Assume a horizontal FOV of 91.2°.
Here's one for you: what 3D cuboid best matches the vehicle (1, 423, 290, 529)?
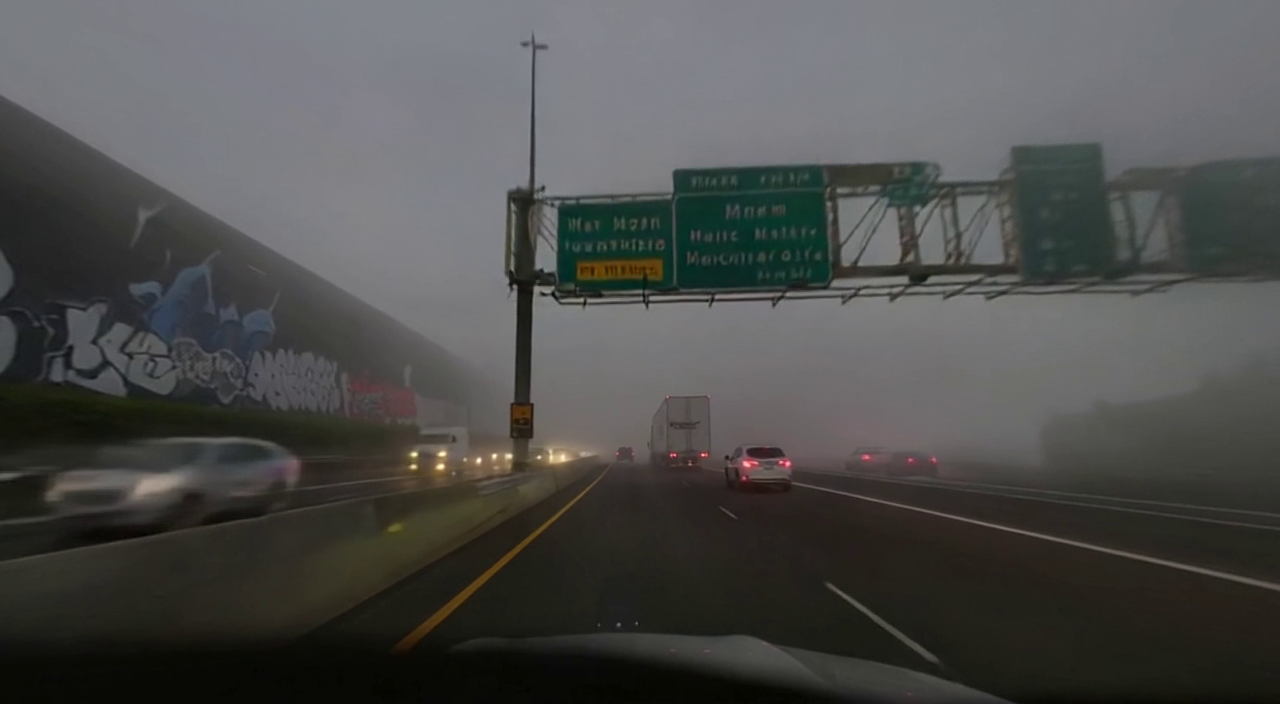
[{"bbox_3d":[-8.563,2.176,11.473,1.933,1.553,4.112,0,-9,-1],"label":"vehicle"}]

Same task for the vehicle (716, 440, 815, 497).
[{"bbox_3d":[3.827,3.633,19.963,2.085,1.588,4.436,0,-9,-2],"label":"vehicle"}]

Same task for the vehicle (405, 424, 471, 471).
[{"bbox_3d":[-12.752,6.118,40.105,2.334,2.718,6.105,0,-9,-1],"label":"vehicle"}]

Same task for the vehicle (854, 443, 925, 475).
[{"bbox_3d":[13.825,5.936,35.056,2.107,1.648,4.324,0,-9,-1],"label":"vehicle"}]
